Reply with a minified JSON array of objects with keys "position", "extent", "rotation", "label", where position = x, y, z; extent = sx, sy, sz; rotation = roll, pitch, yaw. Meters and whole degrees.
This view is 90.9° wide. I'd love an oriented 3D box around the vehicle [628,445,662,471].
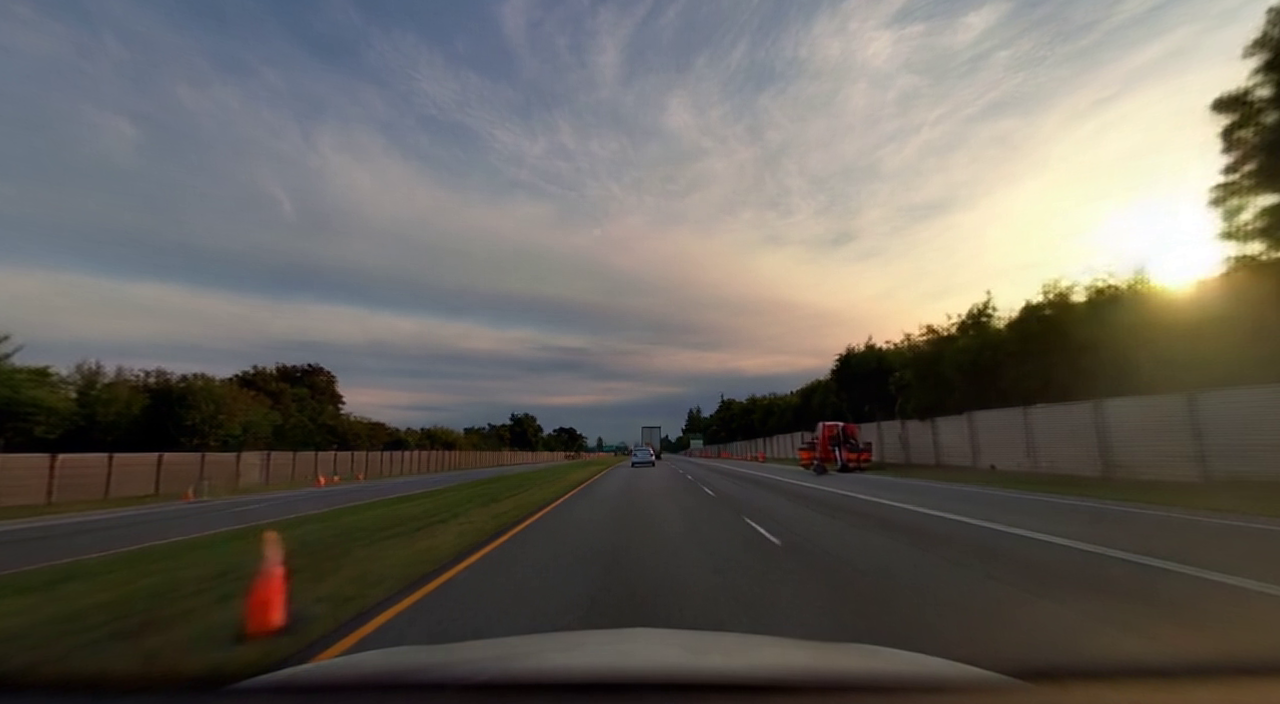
[{"position":[0.297,6.804,40.634],"extent":[2.065,1.573,3.734],"rotation":[0,-9,-1],"label":"vehicle"}]
